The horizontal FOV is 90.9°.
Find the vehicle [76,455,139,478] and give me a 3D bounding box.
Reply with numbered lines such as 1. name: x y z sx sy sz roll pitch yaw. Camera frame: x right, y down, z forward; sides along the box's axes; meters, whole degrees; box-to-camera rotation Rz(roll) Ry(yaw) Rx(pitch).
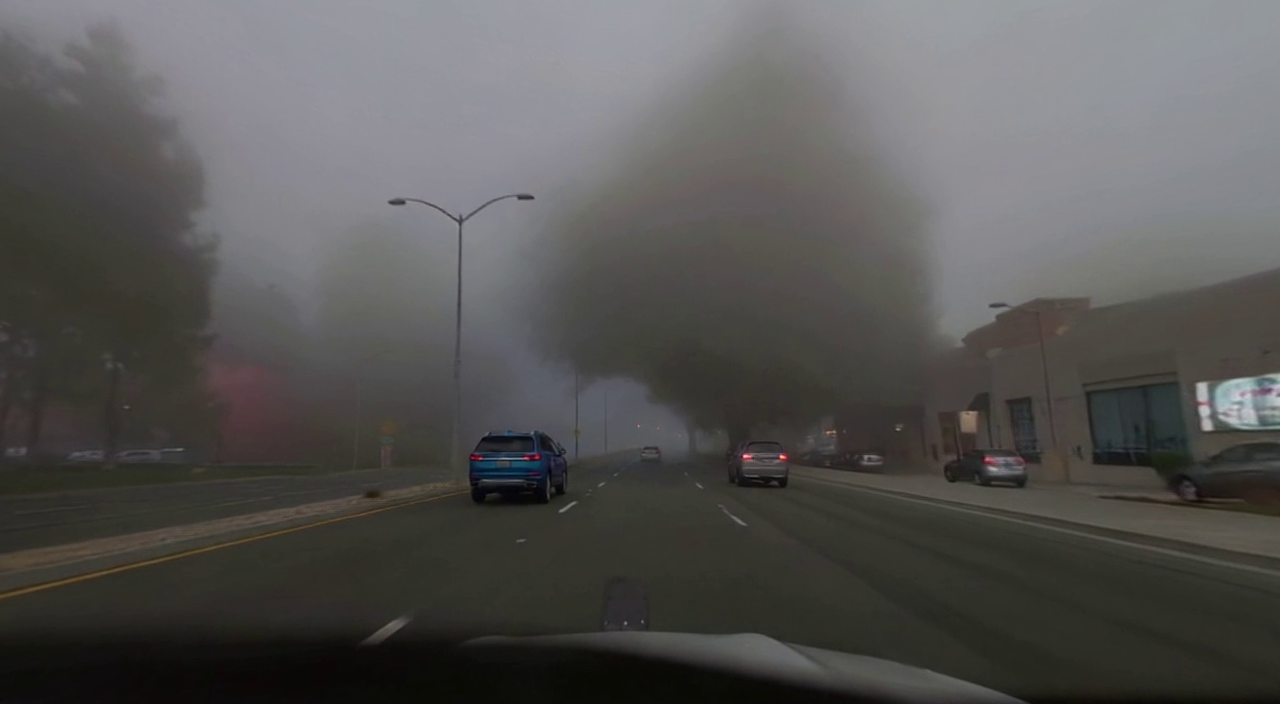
1. vehicle: -38.191 8.183 45.175 4.355 1.541 1.919 -6 -9 29

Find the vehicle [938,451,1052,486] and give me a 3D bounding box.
1. vehicle: 15.790 5.161 28.089 4.133 1.475 1.833 2 -9 -11

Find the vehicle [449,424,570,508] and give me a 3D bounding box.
1. vehicle: -3.091 2.820 15.991 2.047 1.810 4.414 0 -8 1

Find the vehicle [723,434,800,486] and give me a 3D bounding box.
1. vehicle: 4.518 4.086 24.151 2.083 1.779 4.347 0 -8 0

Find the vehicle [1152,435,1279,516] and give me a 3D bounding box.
1. vehicle: 14.865 2.797 14.377 1.932 1.748 4.741 1 -9 -8
